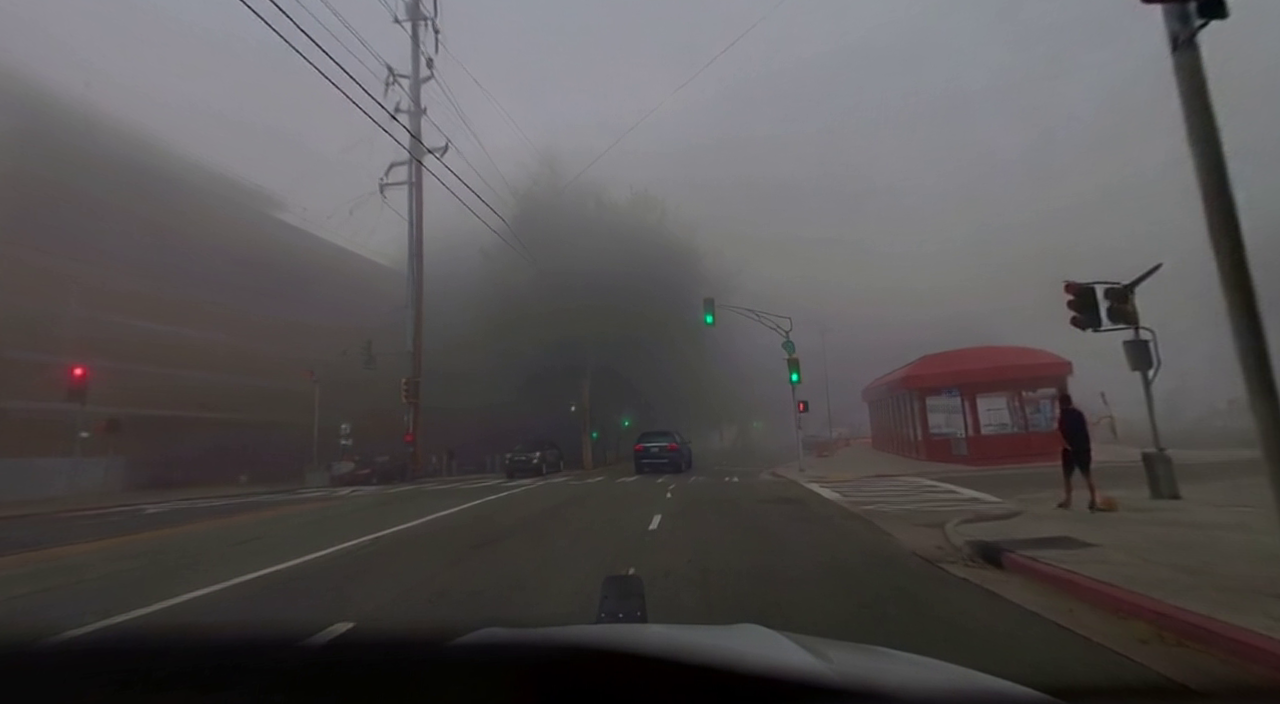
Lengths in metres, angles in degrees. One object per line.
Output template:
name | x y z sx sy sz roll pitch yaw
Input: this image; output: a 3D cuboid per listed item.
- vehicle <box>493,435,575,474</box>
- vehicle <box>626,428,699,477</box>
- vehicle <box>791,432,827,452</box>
vehicle | -4.963 4.876 30.230 2.017 1.684 4.483 -3 -9 17
vehicle | 0.993 3.970 25.027 2.101 1.721 4.364 -2 -9 13
vehicle | 13.200 7.041 49.123 2.006 1.470 4.099 -4 -9 24
